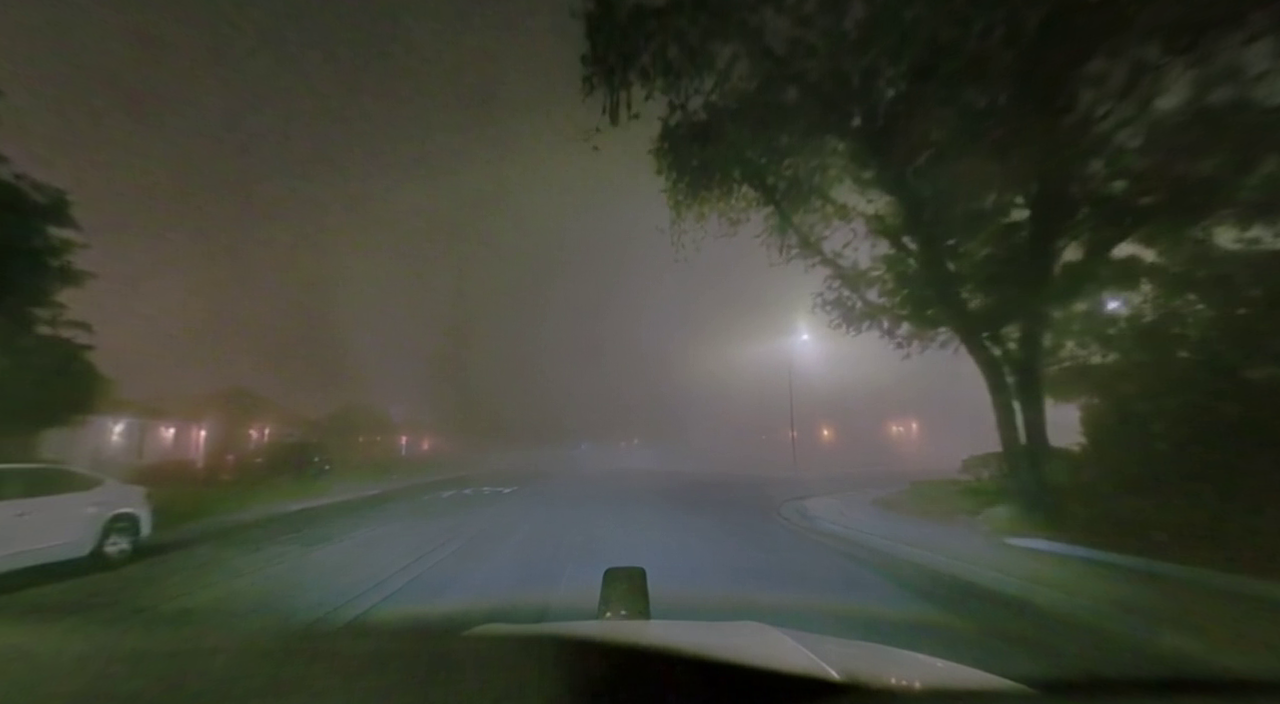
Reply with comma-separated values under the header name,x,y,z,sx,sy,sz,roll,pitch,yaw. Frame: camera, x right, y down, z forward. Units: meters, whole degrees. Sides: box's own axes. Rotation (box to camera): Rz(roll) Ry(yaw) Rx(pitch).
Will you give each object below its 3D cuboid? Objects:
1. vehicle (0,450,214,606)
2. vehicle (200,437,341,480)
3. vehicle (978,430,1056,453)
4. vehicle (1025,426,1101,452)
name,x,y,z,sx,sy,sz,roll,pitch,yaw
vehicle,-7.343,1.855,6.767,2.069,1.487,5.470,-1,-9,-4
vehicle,-16.176,4.679,27.859,4.837,1.785,2.115,1,-8,-6
vehicle,26.084,6.235,43.846,1.845,1.450,4.991,3,-9,-8
vehicle,29.299,6.063,43.859,1.794,1.635,4.469,-1,-9,-6
